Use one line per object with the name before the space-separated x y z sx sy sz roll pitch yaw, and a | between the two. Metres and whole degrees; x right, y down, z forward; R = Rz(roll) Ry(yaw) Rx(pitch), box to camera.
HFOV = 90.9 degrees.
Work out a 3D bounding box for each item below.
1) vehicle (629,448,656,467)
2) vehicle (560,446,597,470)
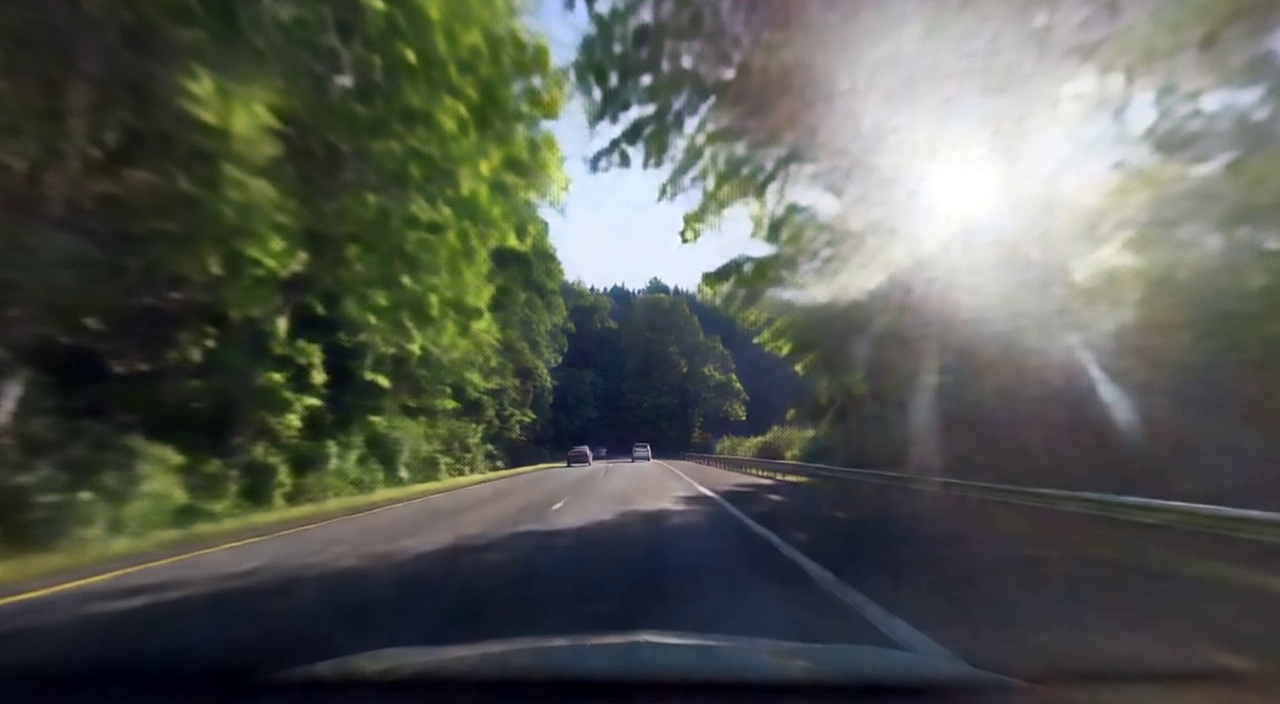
vehicle | 0.204 8.094 48.514 1.989 1.402 3.831 0 -9 0
vehicle | -4.188 7.295 43.490 2.112 1.498 4.117 0 -9 0
